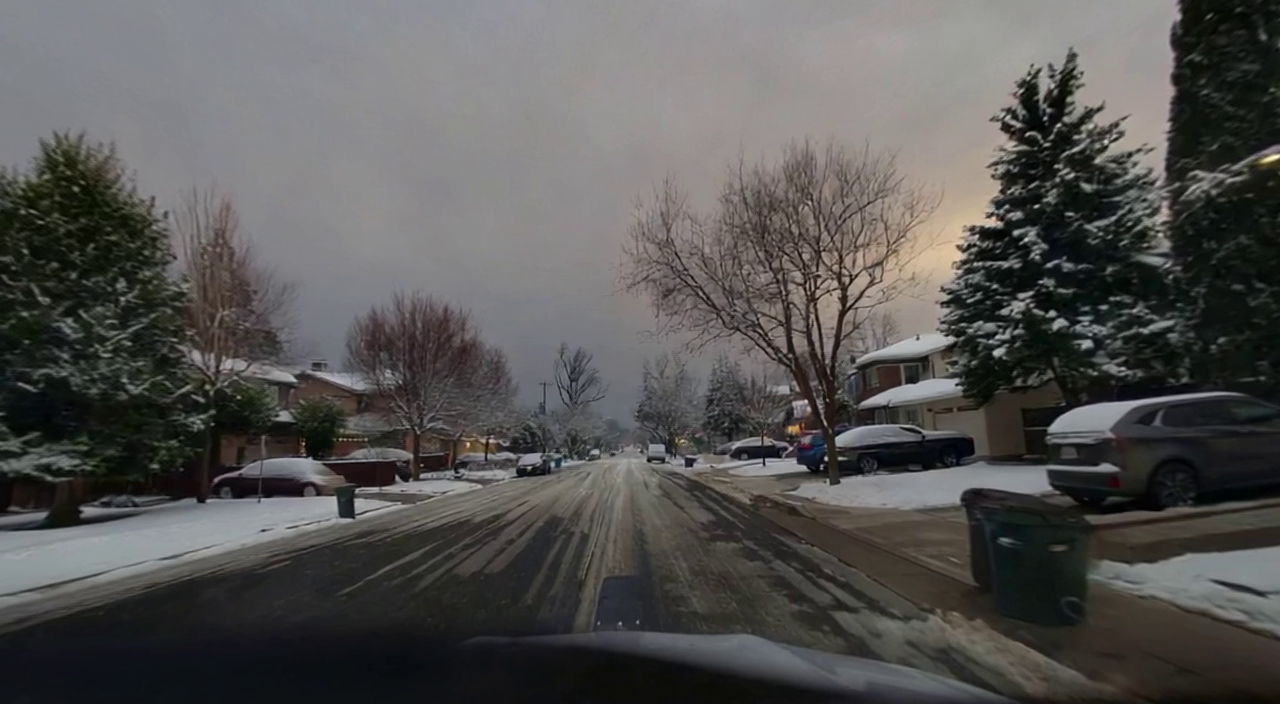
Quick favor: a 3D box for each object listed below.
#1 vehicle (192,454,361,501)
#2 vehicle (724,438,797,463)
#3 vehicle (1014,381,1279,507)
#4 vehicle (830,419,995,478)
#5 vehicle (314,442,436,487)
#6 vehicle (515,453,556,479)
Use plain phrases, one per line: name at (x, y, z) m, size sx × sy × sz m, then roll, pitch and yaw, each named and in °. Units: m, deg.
vehicle at (-12.114, 4.191, 21.318) m, size 4.476 × 1.476 × 1.877 m, roll 0°, pitch -9°, yaw -2°
vehicle at (8.301, 6.811, 43.742) m, size 4.599 × 1.652 × 1.903 m, roll 0°, pitch -9°, yaw -3°
vehicle at (8.681, 1.388, 9.576) m, size 4.732 × 1.707 × 1.898 m, roll 0°, pitch -9°, yaw 2°
vehicle at (8.527, 3.044, 20.071) m, size 4.334 × 1.750 × 1.900 m, roll 0°, pitch -9°, yaw -2°
vehicle at (-12.406, 5.272, 29.848) m, size 4.753 × 2.028 × 2.079 m, roll 0°, pitch -9°, yaw 0°
vehicle at (-6.389, 6.998, 38.907) m, size 1.878 × 1.496 × 3.535 m, roll 0°, pitch -9°, yaw 0°
